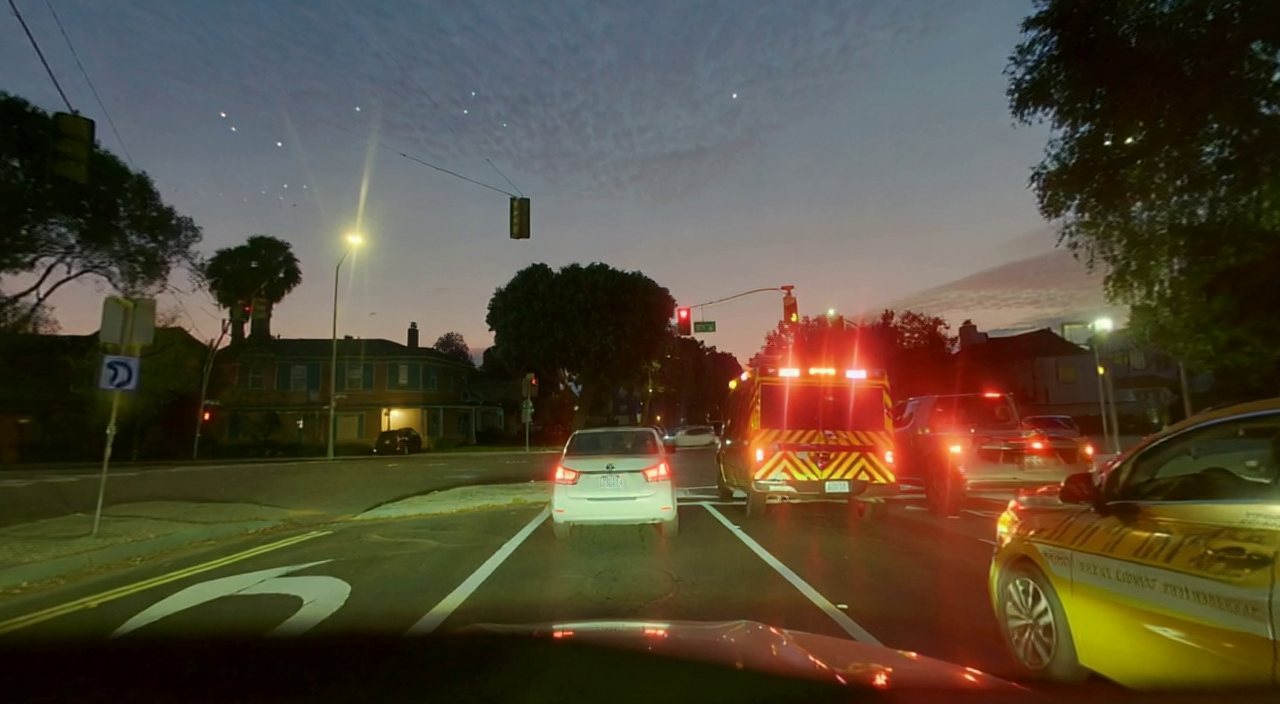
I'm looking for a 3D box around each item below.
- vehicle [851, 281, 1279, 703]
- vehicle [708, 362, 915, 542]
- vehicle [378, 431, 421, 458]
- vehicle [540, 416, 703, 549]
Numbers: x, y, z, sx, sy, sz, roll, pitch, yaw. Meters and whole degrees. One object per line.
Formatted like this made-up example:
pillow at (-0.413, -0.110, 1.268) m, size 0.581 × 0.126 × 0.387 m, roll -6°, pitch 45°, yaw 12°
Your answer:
vehicle at (2.851, 0.885, 2.841) m, size 2.194 × 1.820 × 4.652 m, roll 0°, pitch -8°, yaw 0°
vehicle at (2.876, 1.896, 12.362) m, size 2.406 × 2.687 × 5.521 m, roll 0°, pitch -8°, yaw -1°
vehicle at (-17.746, 6.875, 46.849) m, size 2.246 × 1.880 × 4.454 m, roll 1°, pitch -8°, yaw -12°
vehicle at (-0.273, 1.980, 10.184) m, size 2.114 × 1.707 × 3.725 m, roll 0°, pitch -8°, yaw -1°
